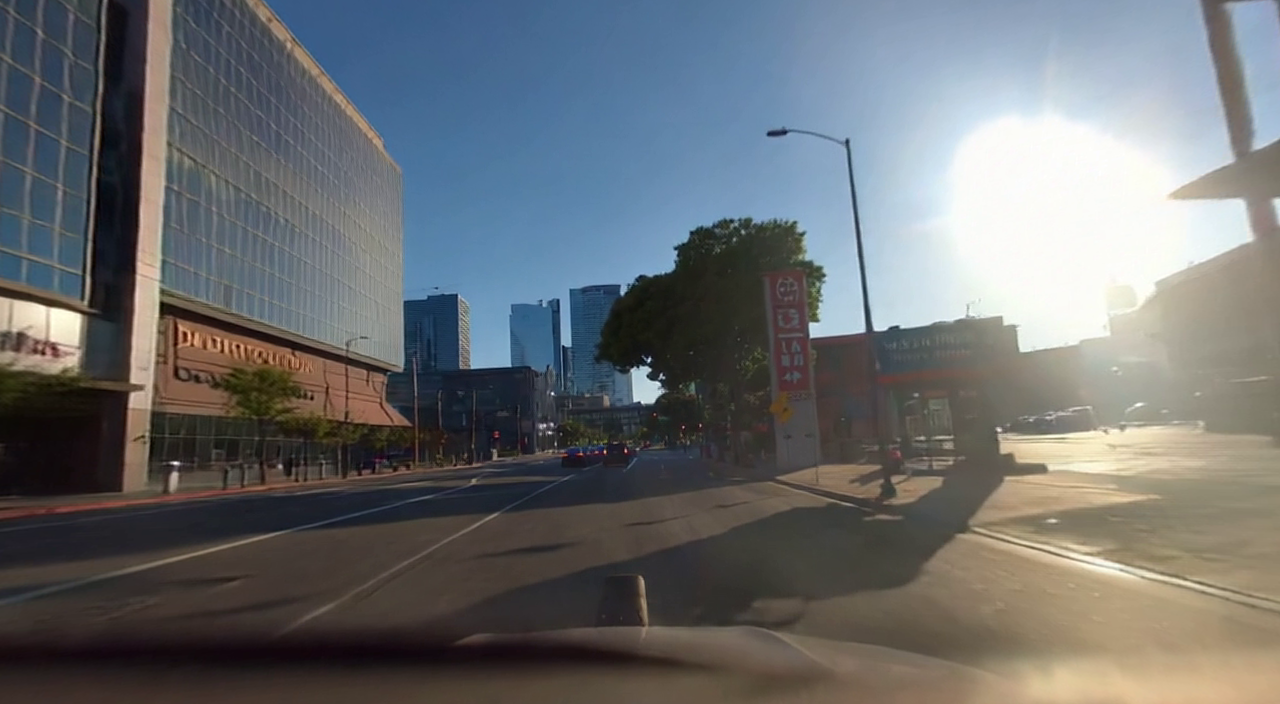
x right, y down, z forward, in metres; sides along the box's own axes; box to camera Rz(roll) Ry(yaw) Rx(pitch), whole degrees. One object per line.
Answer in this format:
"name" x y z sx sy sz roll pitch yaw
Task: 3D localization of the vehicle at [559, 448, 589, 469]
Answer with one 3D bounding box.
"vehicle" -5.105 8.243 49.120 1.889 1.572 3.599 0 -8 1
